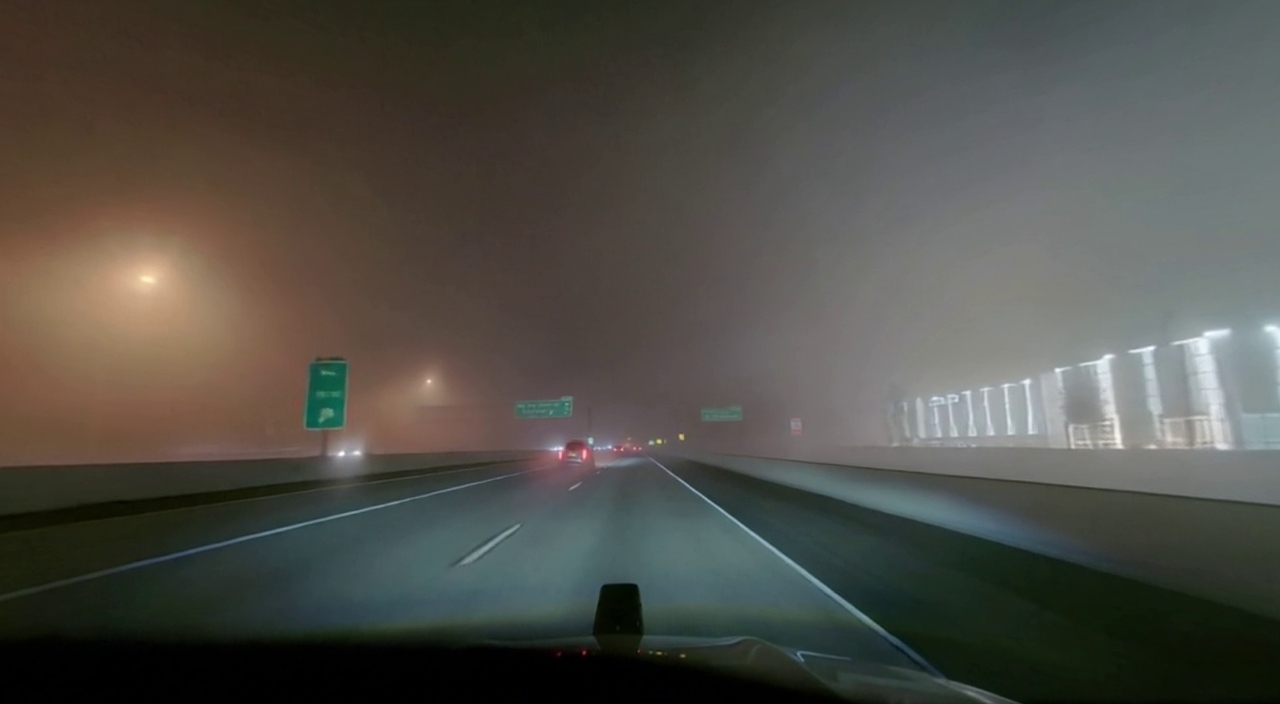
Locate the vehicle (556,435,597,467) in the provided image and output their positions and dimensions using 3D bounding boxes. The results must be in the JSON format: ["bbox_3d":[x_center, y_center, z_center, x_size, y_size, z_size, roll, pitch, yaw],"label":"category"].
[{"bbox_3d":[-3.788,5.996,38.351,2.047,1.786,4.217,0,-8,0],"label":"vehicle"}]
